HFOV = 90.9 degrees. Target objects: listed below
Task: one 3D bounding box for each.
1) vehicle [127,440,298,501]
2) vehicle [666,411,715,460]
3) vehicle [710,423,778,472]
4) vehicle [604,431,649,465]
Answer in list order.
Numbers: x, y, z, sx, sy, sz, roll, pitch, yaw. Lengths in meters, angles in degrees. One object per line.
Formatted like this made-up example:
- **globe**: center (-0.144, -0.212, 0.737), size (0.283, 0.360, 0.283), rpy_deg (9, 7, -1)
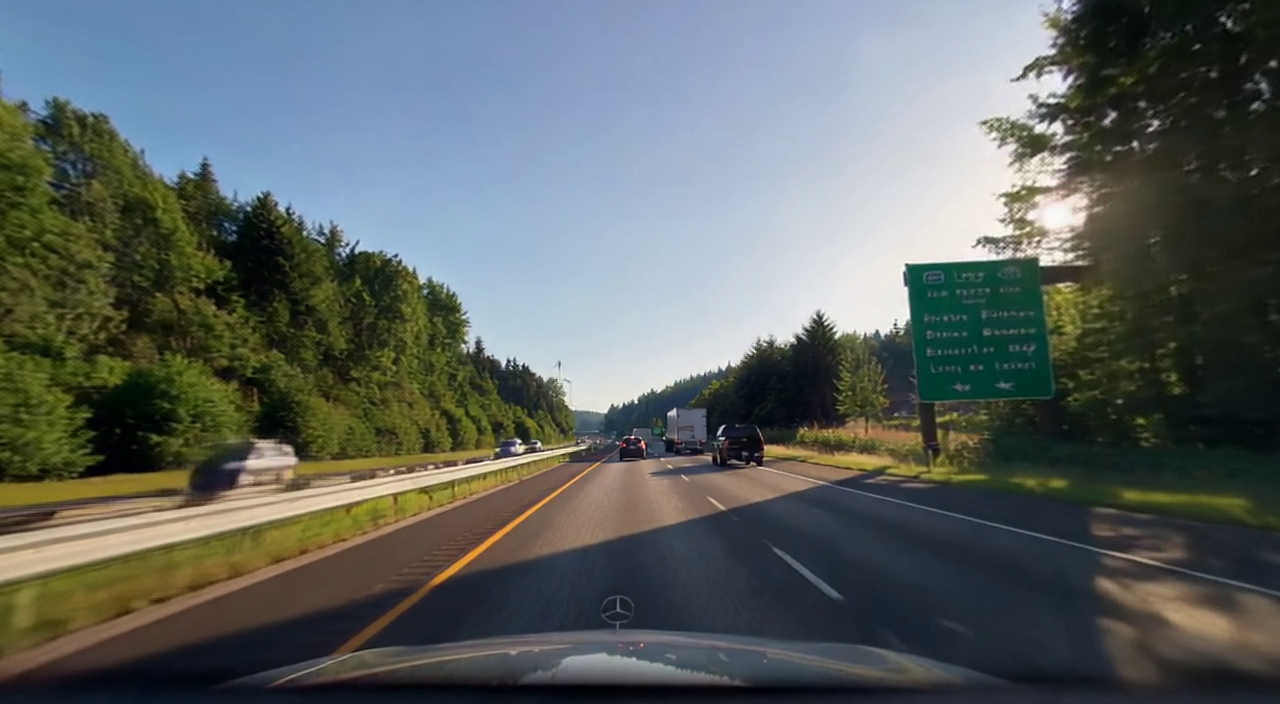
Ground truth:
- **vehicle**: center (-13.559, 3.731, 20.487), size (2.227, 1.701, 4.779), rpy_deg (0, -8, -1)
- **vehicle**: center (3.324, 5.736, 43.359), size (2.728, 3.053, 7.708), rpy_deg (0, -8, 0)
- **vehicle**: center (4.318, 4.022, 26.897), size (2.073, 1.905, 4.023), rpy_deg (0, -8, -2)
- **vehicle**: center (-0.704, 5.046, 33.504), size (2.206, 1.681, 4.111), rpy_deg (0, -8, -1)
